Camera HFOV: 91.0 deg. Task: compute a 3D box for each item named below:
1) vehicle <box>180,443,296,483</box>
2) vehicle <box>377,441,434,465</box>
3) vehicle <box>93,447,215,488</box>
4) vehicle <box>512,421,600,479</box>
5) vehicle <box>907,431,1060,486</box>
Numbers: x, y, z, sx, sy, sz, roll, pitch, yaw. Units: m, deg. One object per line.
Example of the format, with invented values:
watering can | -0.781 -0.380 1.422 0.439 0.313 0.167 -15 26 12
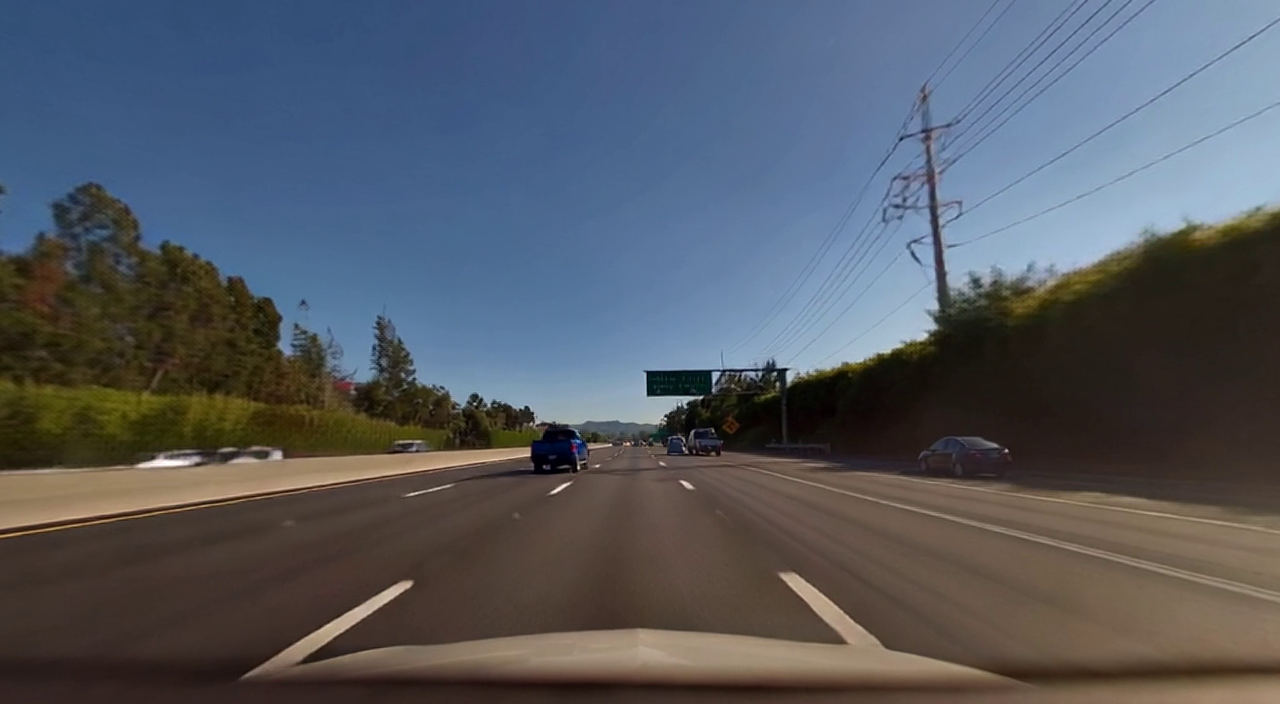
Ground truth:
vehicle | -18.114 4.997 28.687 2.145 1.623 4.693 0 -9 0
vehicle | -17.874 7.728 48.333 2.245 1.774 5.296 0 -9 1
vehicle | -21.901 5.187 28.638 1.892 1.704 4.500 0 -9 0
vehicle | -3.159 3.930 25.294 2.508 2.023 6.176 0 -9 2
vehicle | 10.396 3.256 19.560 2.076 1.470 4.644 0 -9 -1
